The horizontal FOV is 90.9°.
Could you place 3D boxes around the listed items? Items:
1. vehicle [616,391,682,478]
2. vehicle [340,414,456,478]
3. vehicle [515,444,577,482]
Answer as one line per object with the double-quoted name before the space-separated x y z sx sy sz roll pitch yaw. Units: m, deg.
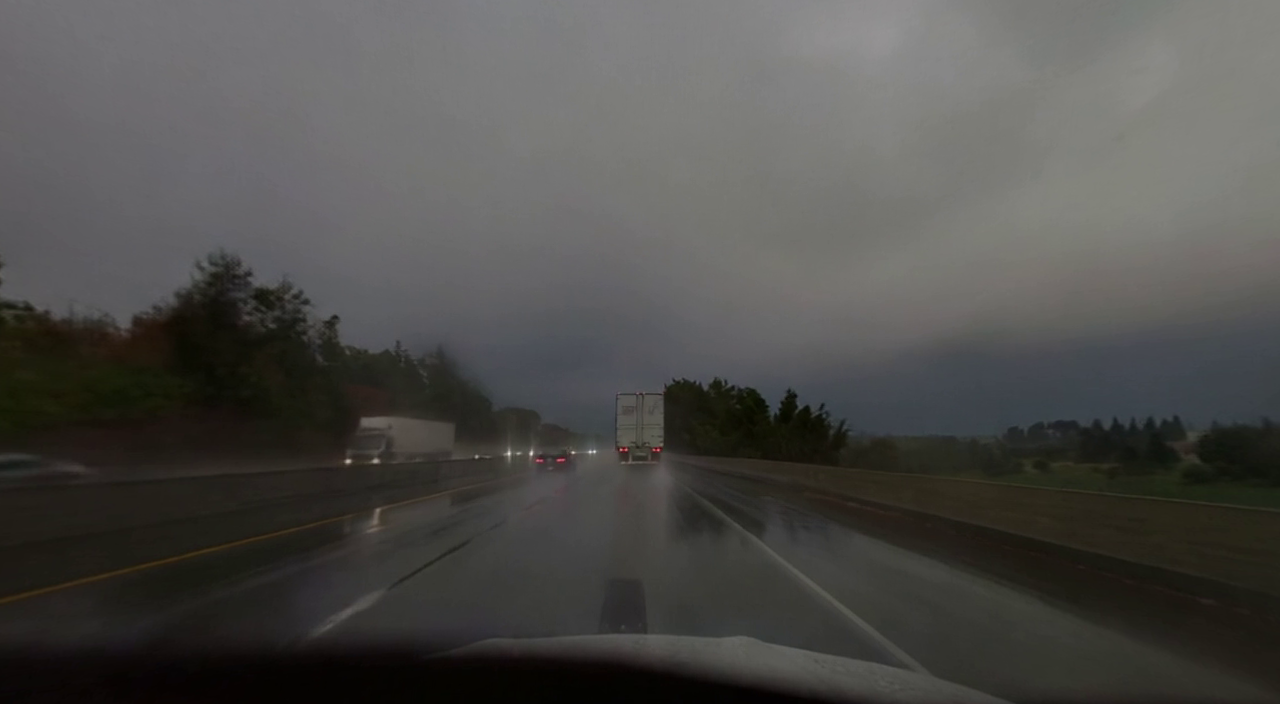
"vehicle" 0.316 4.421 32.879 2.959 3.828 9.617 0 -9 -1
"vehicle" -18.125 7.413 49.261 2.912 4.071 16.625 0 -9 -1
"vehicle" -4.129 4.974 28.555 2.074 1.546 4.946 0 -9 0
